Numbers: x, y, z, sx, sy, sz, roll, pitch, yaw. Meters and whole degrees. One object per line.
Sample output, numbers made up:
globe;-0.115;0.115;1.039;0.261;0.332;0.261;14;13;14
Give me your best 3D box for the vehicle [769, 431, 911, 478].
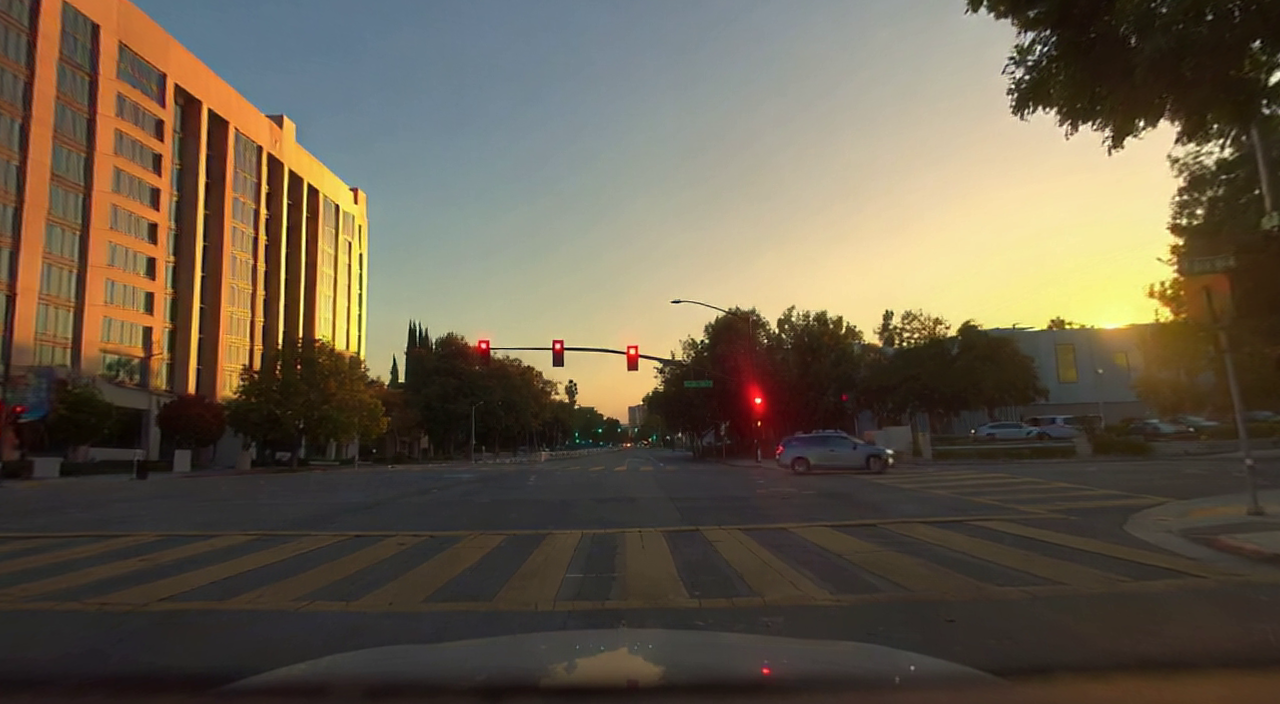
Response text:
vehicle;8.222;4.290;26.511;5.357;1.814;2.141;-2;-8;10
